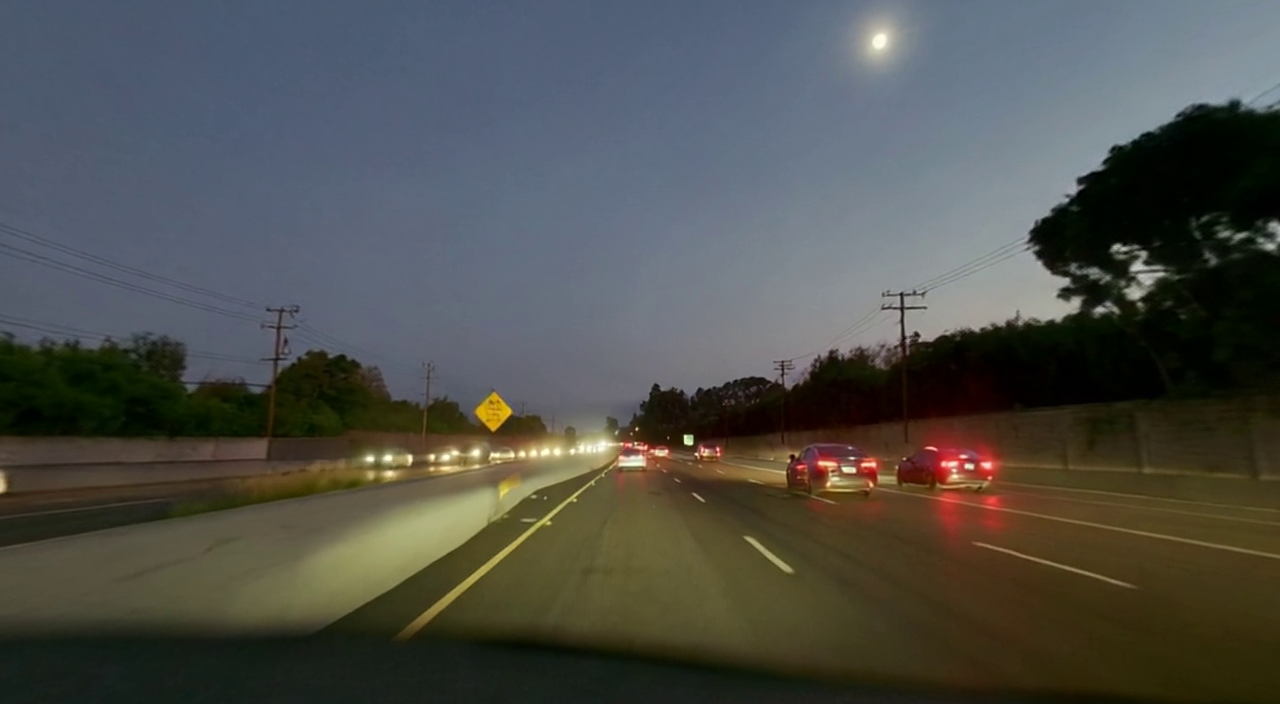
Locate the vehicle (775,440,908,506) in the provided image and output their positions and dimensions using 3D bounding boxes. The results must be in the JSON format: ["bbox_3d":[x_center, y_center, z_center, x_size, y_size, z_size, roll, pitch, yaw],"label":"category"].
[{"bbox_3d":[5.177,3.151,17.006,2.069,1.520,4.614,0,-9,0],"label":"vehicle"}]

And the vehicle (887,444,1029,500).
[{"bbox_3d":[9.532,3.592,19.440,1.969,1.506,4.422,0,-9,-2],"label":"vehicle"}]

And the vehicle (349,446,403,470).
[{"bbox_3d":[-20.526,8.232,49.429,2.009,1.788,4.848,0,-9,1],"label":"vehicle"}]

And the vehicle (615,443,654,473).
[{"bbox_3d":[-0.282,5.649,33.926,1.993,1.506,3.883,0,-8,-1],"label":"vehicle"}]

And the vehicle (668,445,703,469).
[{"bbox_3d":[2.996,7.010,42.401,1.981,1.480,4.316,0,-9,-1],"label":"vehicle"}]

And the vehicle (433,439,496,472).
[{"bbox_3d":[-10.103,6.000,36.753,2.359,1.762,4.575,0,-9,0],"label":"vehicle"}]
